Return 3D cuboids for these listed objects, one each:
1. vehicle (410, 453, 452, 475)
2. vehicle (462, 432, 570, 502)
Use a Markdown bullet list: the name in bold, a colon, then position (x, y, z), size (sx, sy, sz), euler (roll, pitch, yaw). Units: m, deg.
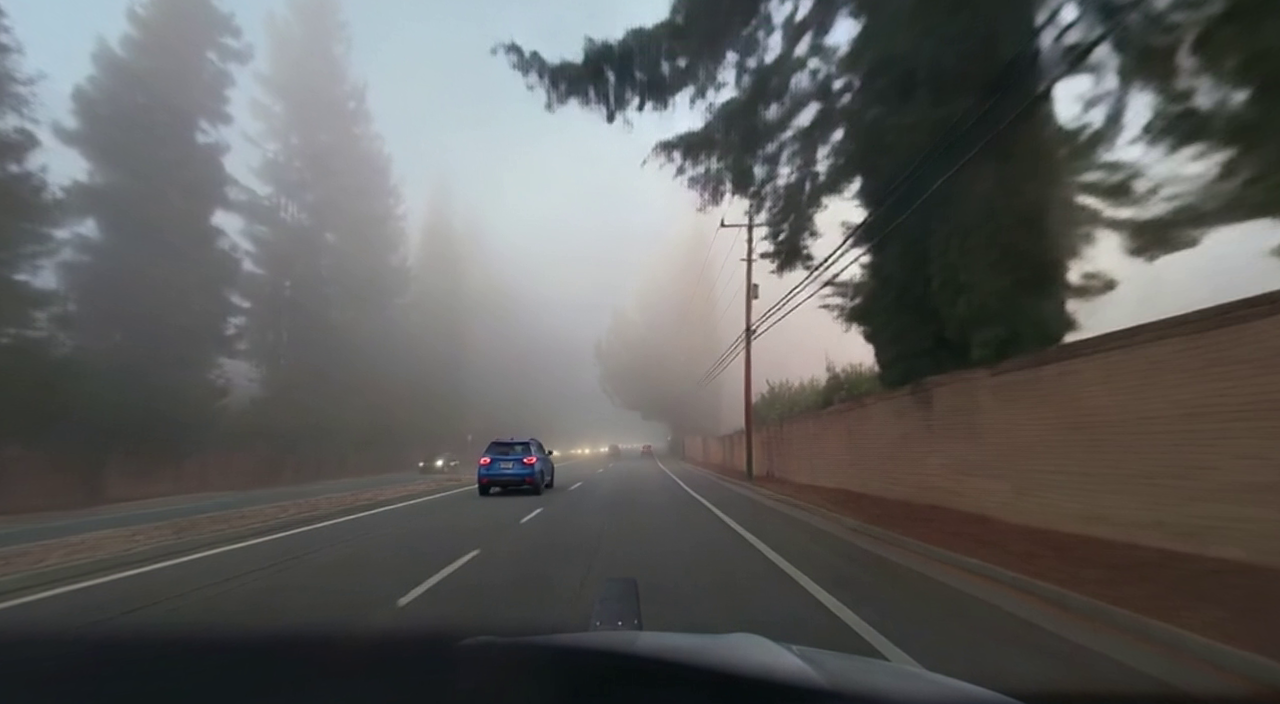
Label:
- **vehicle**: position (-15.996, 8.582, 48.313), size (1.766, 1.554, 3.887), euler (0, -8, 1)
- **vehicle**: position (-3.379, 3.229, 18.137), size (2.147, 1.730, 4.555), euler (0, -8, 0)
